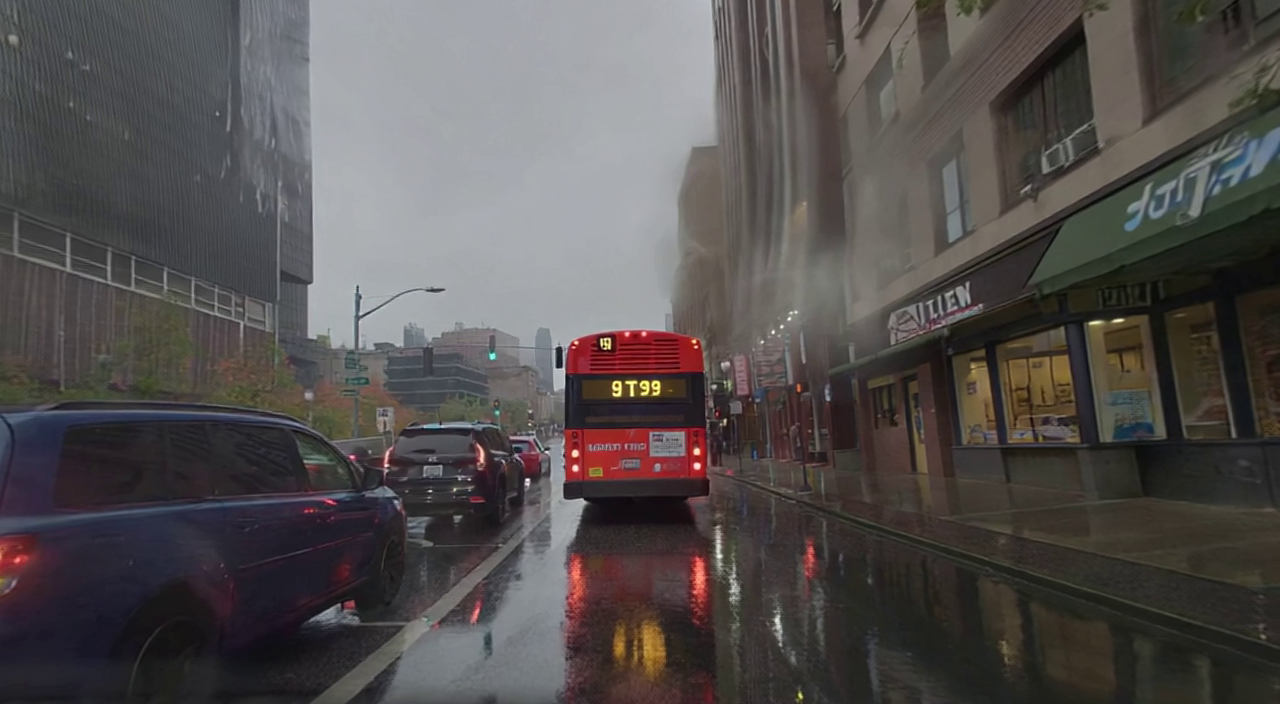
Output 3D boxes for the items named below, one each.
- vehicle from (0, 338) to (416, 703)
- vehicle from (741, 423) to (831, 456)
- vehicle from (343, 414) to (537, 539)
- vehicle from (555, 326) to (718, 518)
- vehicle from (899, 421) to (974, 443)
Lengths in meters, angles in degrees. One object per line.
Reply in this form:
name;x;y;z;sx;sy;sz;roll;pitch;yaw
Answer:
vehicle;-3.225;1.089;3.966;2.020;1.725;4.384;0;-8;0
vehicle;9.940;6.043;43.493;5.788;2.165;2.491;-2;-9;10
vehicle;-3.346;2.195;11.771;2.096;1.828;4.669;0;-8;0
vehicle;-0.317;1.983;16.498;2.938;3.468;9.972;0;-9;-3
vehicle;22.243;6.024;47.471;4.827;1.555;1.863;1;-9;-7
